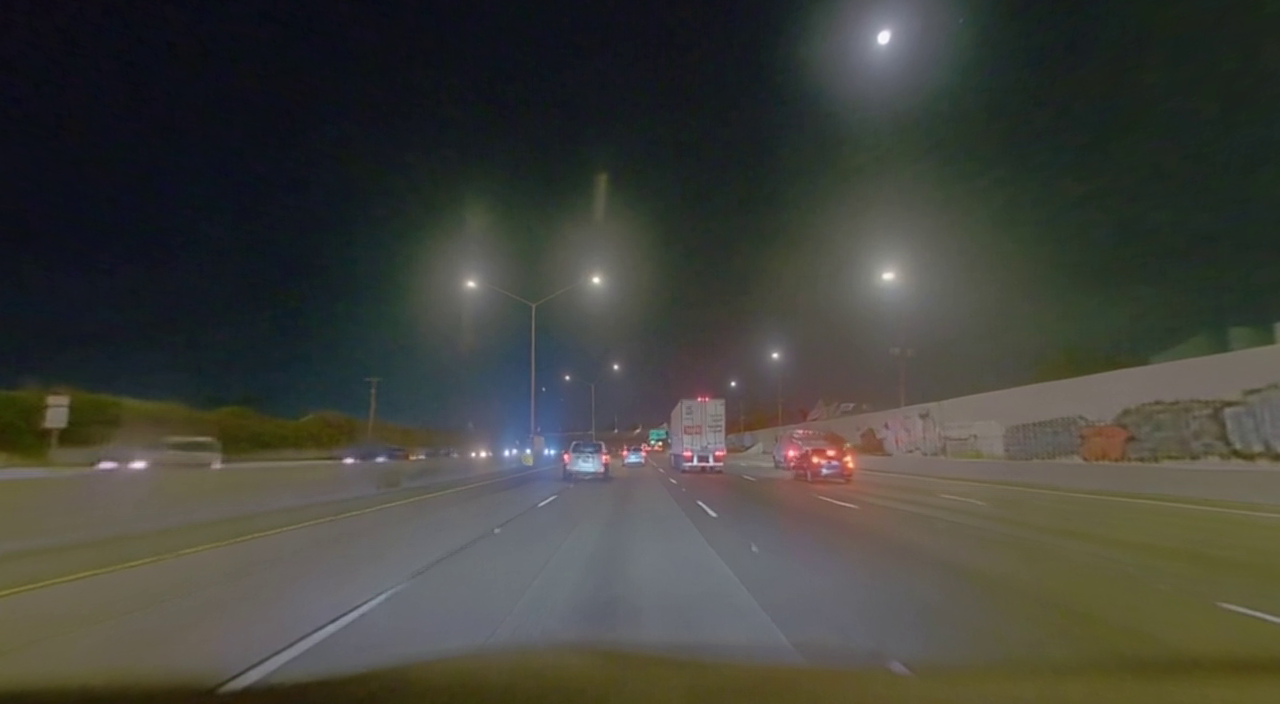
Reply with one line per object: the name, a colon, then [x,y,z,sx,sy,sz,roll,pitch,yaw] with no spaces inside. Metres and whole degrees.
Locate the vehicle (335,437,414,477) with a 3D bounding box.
vehicle: [-10.771,4.283,25.899,1.674,1.481,3.535,0,-9,0]

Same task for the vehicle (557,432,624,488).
vehicle: [-1.833,4.044,23.969,2.249,1.843,5.176,0,-9,-4]

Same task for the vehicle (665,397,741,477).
vehicle: [3.250,4.900,35.833,2.976,3.806,10.591,0,-9,-1]

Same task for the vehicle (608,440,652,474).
vehicle: [-0.533,5.630,33.971,2.191,1.685,4.015,0,-9,-1]

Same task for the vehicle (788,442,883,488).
vehicle: [7.050,4.116,23.350,1.915,1.476,4.677,0,-9,-1]

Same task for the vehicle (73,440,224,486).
vehicle: [-19.536,4.420,25.480,2.164,1.657,4.809,0,-9,0]
